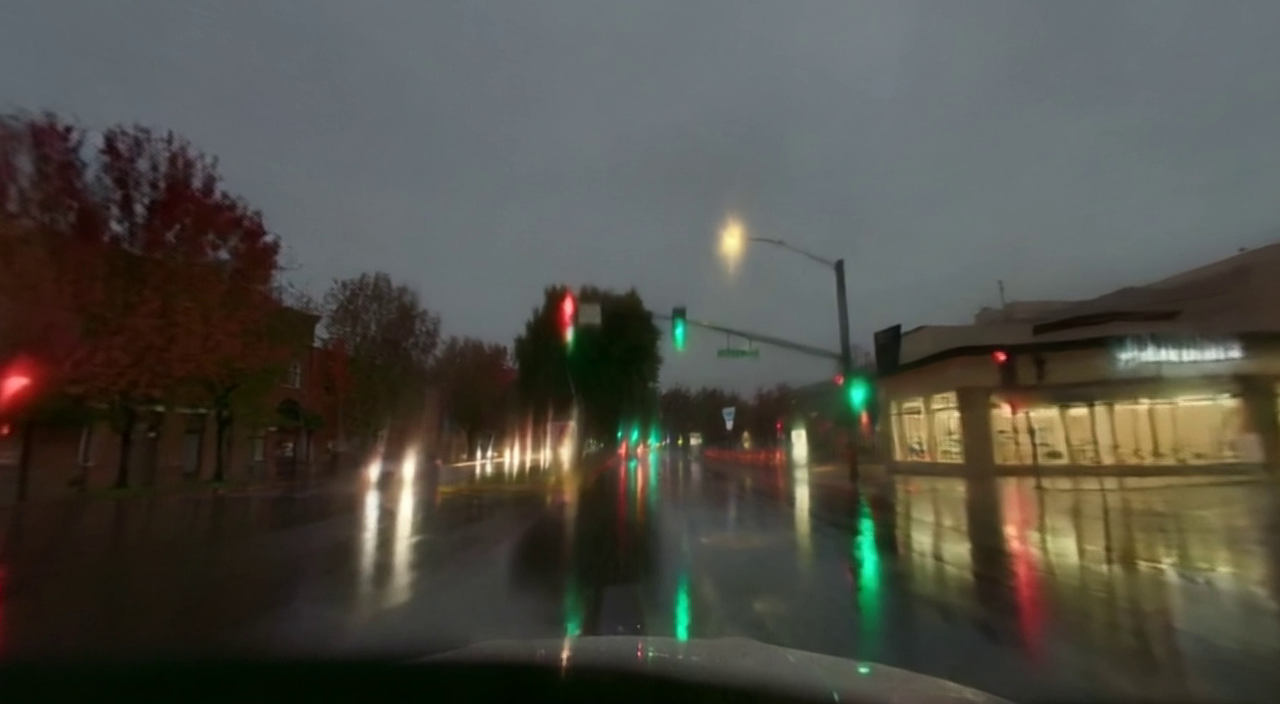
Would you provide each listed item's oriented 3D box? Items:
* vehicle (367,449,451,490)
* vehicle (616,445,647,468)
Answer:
[{"bbox_3d":[-9.046,4.599,25.132,1.777,1.438,4.190,0,-9,0],"label":"vehicle"},{"bbox_3d":[-0.651,7.200,43.796,2.045,1.510,3.690,0,-9,-2],"label":"vehicle"}]
